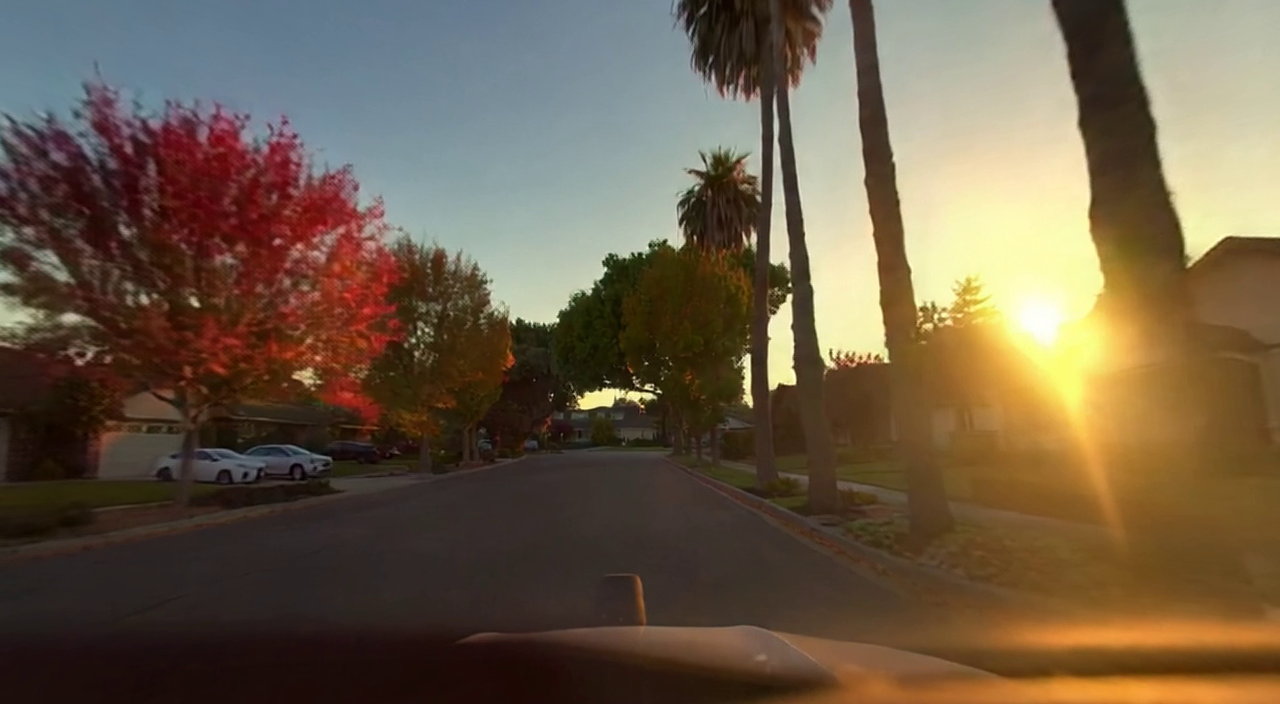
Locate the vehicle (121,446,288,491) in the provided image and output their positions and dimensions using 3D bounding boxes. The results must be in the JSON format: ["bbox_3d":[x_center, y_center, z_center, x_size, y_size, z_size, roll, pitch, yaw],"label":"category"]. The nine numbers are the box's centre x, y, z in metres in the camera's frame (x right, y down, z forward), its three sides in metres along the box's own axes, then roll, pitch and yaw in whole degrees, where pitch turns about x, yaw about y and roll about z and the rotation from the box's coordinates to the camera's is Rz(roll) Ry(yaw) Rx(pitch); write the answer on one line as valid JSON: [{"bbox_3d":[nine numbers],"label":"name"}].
[{"bbox_3d":[-15.385,4.119,22.572,4.358,1.516,2.077,0,-9,-3],"label":"vehicle"}]
